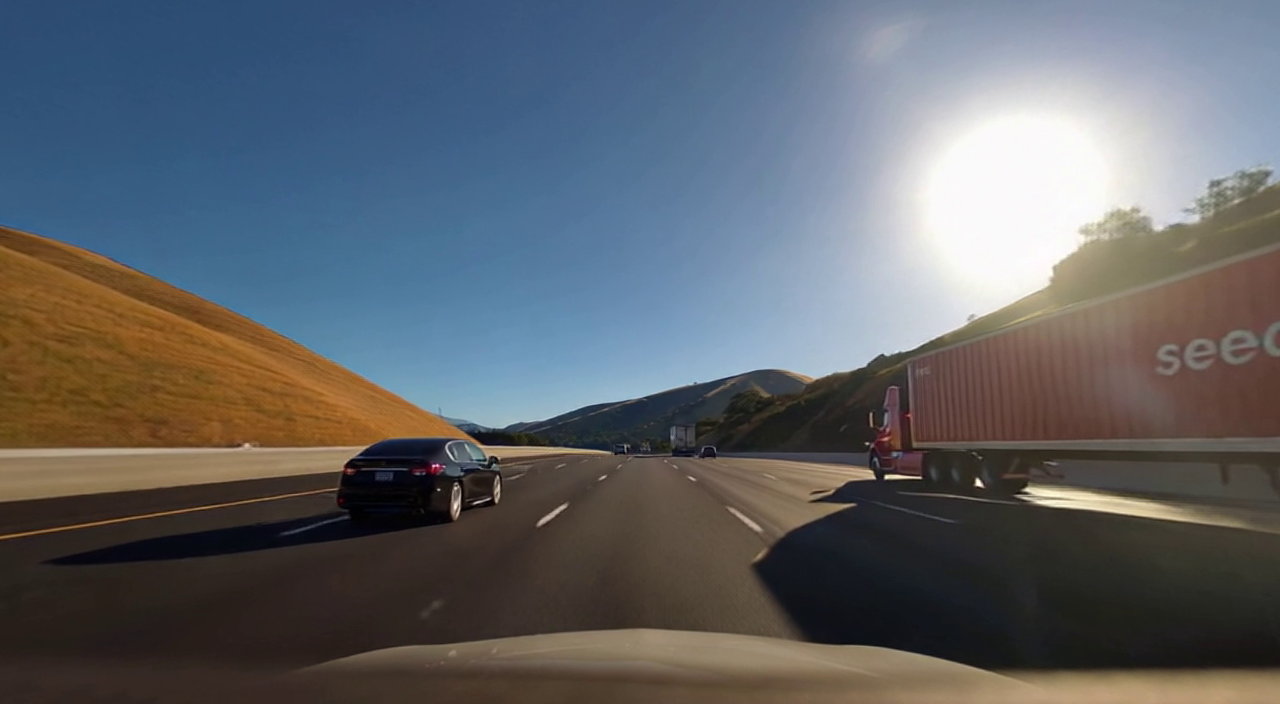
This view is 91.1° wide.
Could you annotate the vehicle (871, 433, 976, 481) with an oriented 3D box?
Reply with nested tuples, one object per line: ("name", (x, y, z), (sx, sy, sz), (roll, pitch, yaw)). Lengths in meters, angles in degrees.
("vehicle", (11.154, 4.165, 25.126), (2.062, 1.736, 4.589), (0, -8, 0))

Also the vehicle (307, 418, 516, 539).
("vehicle", (-3.484, 1.999, 10.483), (1.967, 1.615, 3.886), (0, -8, 1))
